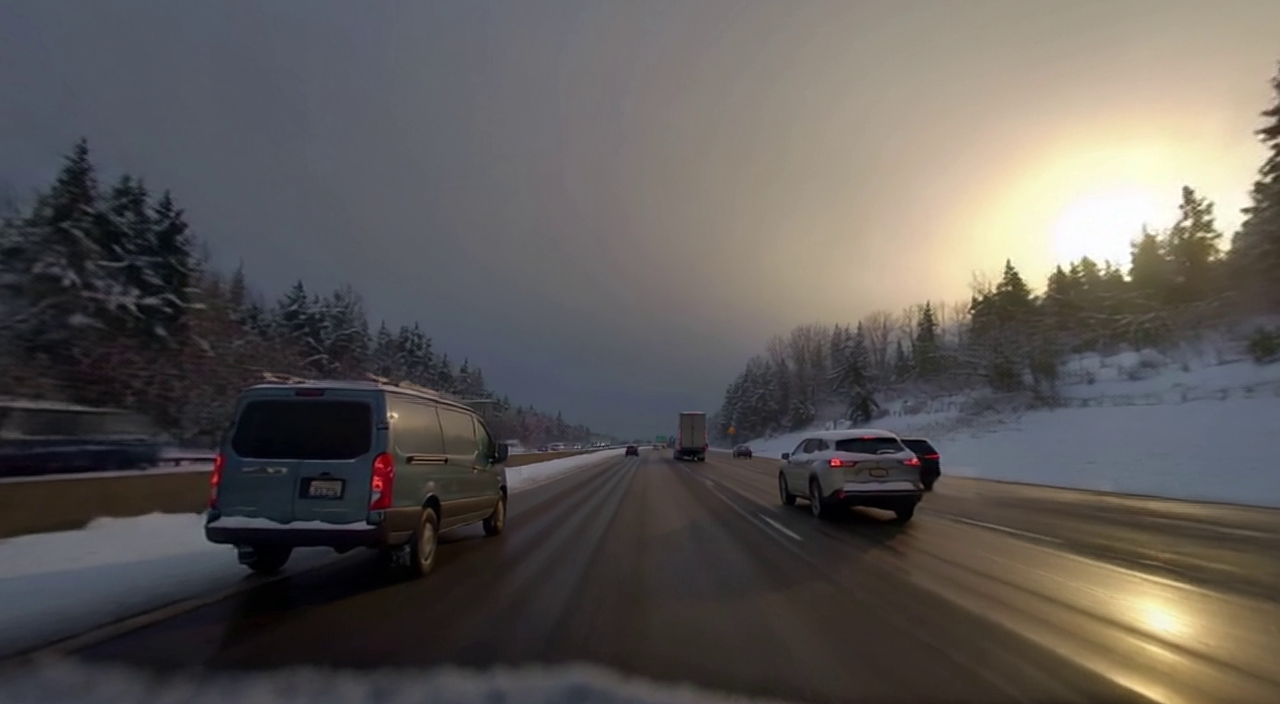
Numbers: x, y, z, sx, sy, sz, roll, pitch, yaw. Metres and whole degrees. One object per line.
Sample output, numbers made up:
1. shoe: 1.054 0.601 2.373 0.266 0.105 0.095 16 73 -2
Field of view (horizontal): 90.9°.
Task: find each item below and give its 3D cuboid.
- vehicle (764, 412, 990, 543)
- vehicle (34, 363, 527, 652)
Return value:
1. vehicle: 3.866 2.146 11.440 2.209 1.862 4.717 0 -8 0
2. vehicle: -2.899 1.423 6.969 2.159 1.922 5.345 0 -8 2
